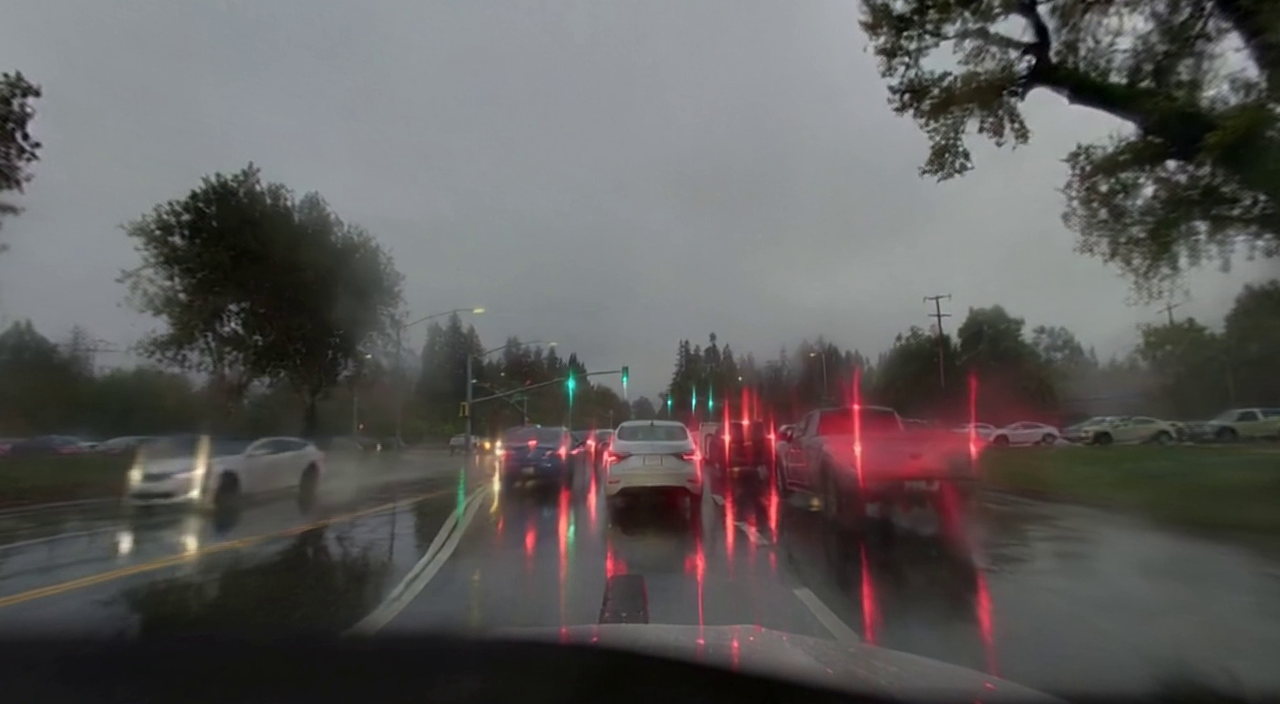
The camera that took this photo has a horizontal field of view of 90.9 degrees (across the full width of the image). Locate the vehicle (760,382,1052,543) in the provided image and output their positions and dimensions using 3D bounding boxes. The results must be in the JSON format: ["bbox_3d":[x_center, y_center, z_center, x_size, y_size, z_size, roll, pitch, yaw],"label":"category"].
[{"bbox_3d":[3.662,1.729,10.367,2.317,1.857,5.940,0,-9,1],"label":"vehicle"}]

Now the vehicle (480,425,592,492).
[{"bbox_3d":[-2.510,2.728,16.390,2.023,1.494,4.259,0,-9,2],"label":"vehicle"}]

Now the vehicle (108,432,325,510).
[{"bbox_3d":[-9.298,2.629,14.398,1.868,1.496,4.219,0,-9,3],"label":"vehicle"}]

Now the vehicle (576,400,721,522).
[{"bbox_3d":[0.211,1.891,11.265,2.113,1.768,3.901,0,-9,3],"label":"vehicle"}]
